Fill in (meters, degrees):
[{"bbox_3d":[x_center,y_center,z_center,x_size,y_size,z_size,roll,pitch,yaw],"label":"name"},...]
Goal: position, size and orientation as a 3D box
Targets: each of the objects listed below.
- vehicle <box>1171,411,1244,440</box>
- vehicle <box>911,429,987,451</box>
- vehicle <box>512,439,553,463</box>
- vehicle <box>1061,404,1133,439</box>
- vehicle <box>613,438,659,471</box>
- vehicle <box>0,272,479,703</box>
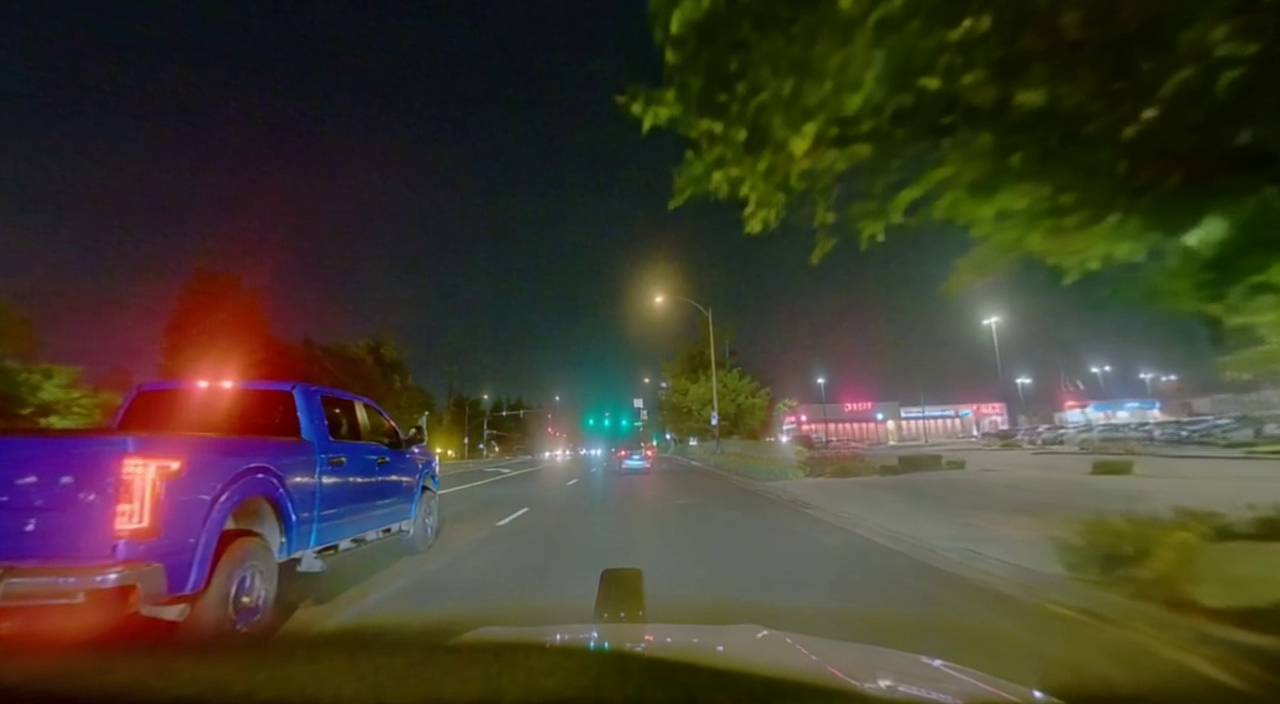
[{"bbox_3d":[35.407,4.581,39.119,4.773,1.647,2.003,4,-11,-33],"label":"vehicle"},{"bbox_3d":[22.701,6.503,46.145,4.767,1.443,1.978,-6,-10,29],"label":"vehicle"},{"bbox_3d":[-8.210,7.616,48.445,2.146,1.788,5.153,0,-8,1],"label":"vehicle"},{"bbox_3d":[34.795,5.347,47.771,5.297,2.323,2.378,6,-11,-31],"label":"vehicle"},{"bbox_3d":[-0.197,5.265,32.484,2.191,1.530,4.470,0,-8,0],"label":"vehicle"},{"bbox_3d":[-3.688,1.159,5.391,2.552,2.079,6.810,0,-8,2],"label":"vehicle"}]
